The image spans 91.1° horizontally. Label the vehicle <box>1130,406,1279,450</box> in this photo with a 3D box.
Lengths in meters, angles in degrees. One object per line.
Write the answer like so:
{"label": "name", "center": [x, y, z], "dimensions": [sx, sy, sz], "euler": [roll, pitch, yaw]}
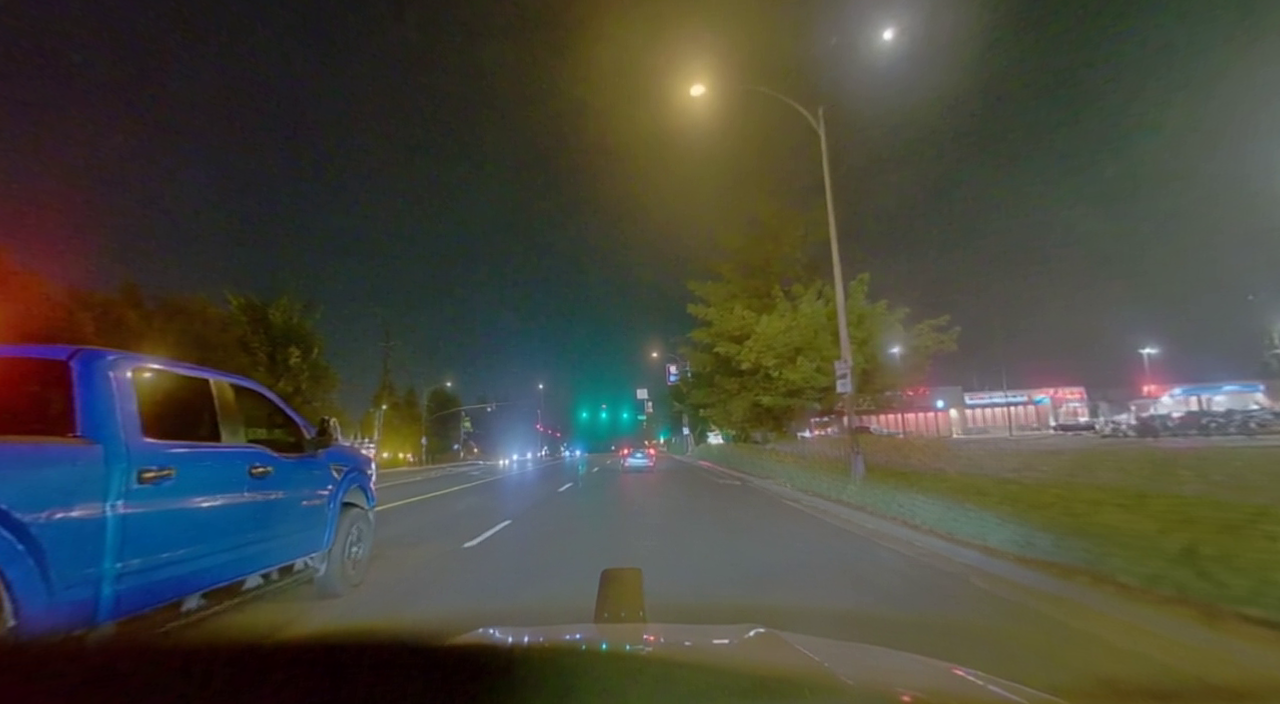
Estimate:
{"label": "vehicle", "center": [22.753, 3.062, 24.946], "dimensions": [4.767, 1.443, 1.978], "euler": [-7, -11, 29]}

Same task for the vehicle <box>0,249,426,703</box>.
{"label": "vehicle", "center": [-3.576, 0.759, 2.848], "dimensions": [2.552, 2.079, 6.810], "euler": [0, -9, 2]}

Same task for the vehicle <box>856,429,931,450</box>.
{"label": "vehicle", "center": [19.285, 6.687, 47.804], "dimensions": [5.025, 1.475, 1.956], "euler": [-5, -10, 29]}

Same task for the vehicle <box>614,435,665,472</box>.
{"label": "vehicle", "center": [-0.062, 4.699, 29.235], "dimensions": [2.191, 1.530, 4.470], "euler": [0, -9, -1]}

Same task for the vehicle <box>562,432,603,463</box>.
{"label": "vehicle", "center": [-3.817, 6.397, 42.152], "dimensions": [2.243, 1.976, 4.514], "euler": [0, -9, 1]}

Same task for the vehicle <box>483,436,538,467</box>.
{"label": "vehicle", "center": [-7.868, 6.123, 38.702], "dimensions": [2.146, 1.788, 5.153], "euler": [0, -9, 2]}
